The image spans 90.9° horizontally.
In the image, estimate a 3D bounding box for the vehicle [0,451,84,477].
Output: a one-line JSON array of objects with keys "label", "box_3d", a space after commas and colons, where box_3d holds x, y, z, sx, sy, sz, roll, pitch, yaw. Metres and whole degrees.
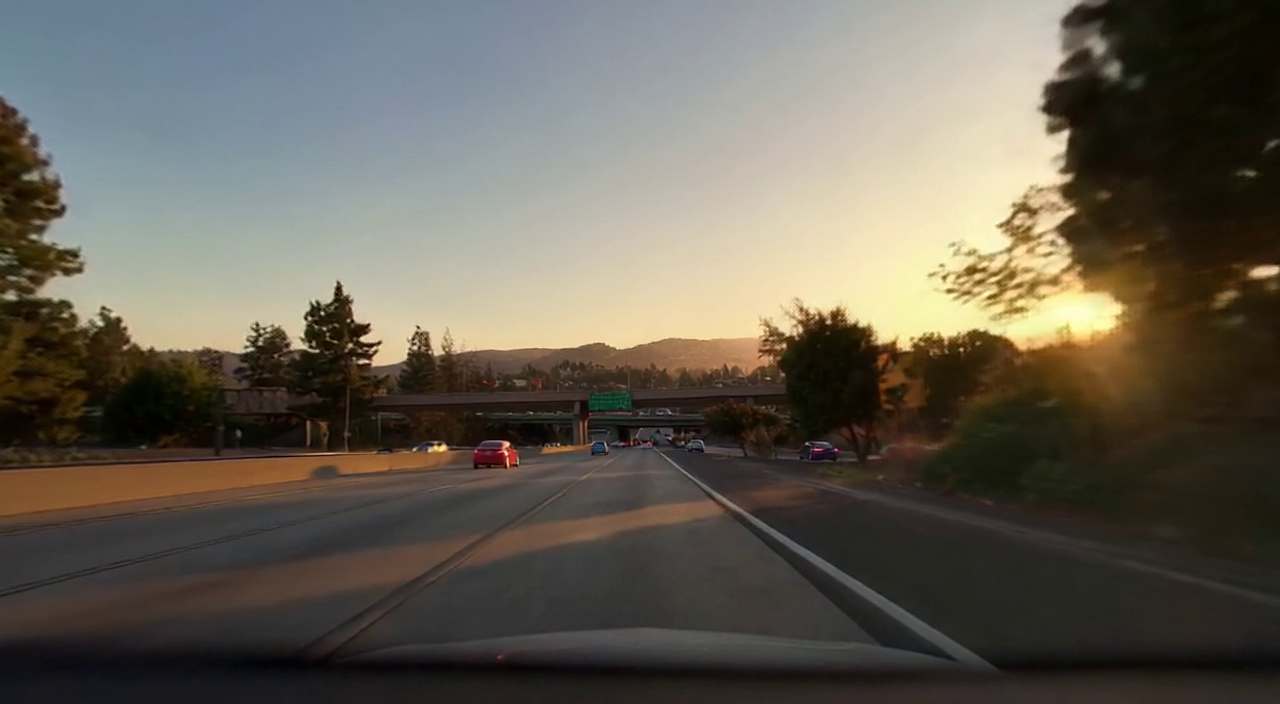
[{"label": "vehicle", "box_3d": [-41.564, 7.677, 43.527, 1.878, 1.675, 4.614, -1, -8, 4]}]

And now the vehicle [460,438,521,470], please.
[{"label": "vehicle", "box_3d": [-7.405, 5.076, 31.675, 1.987, 1.486, 4.174, 0, -8, 1]}]

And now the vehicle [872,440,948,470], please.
[{"label": "vehicle", "box_3d": [15.445, 5.872, 36.333, 2.000, 1.515, 4.188, 0, -8, -9]}]
